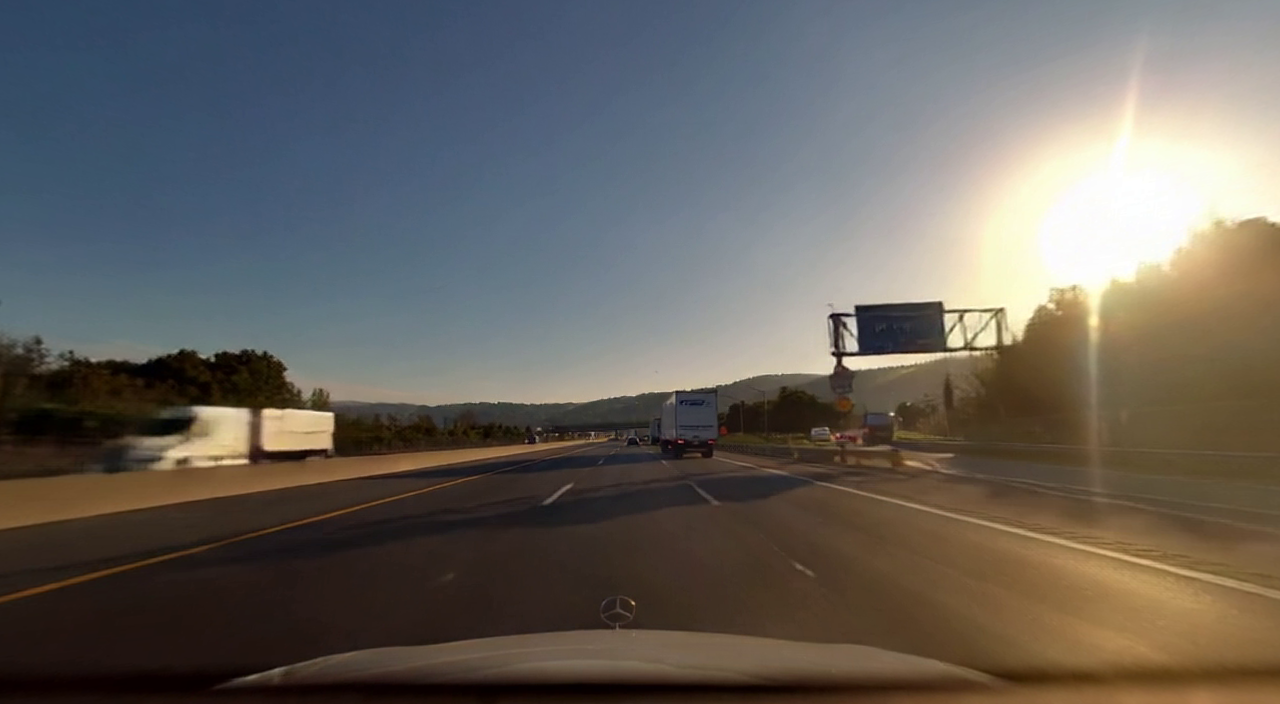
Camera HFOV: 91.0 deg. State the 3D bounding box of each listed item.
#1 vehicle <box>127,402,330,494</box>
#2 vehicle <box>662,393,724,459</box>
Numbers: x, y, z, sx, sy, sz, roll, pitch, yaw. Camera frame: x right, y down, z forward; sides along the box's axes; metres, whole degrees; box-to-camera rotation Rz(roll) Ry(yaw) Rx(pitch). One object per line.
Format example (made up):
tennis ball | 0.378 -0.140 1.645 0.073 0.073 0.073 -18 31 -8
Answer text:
vehicle | -16.568 3.982 26.437 2.818 3.191 8.511 0 -8 0
vehicle | 3.521 5.559 46.101 2.976 4.064 14.619 0 -8 -1
